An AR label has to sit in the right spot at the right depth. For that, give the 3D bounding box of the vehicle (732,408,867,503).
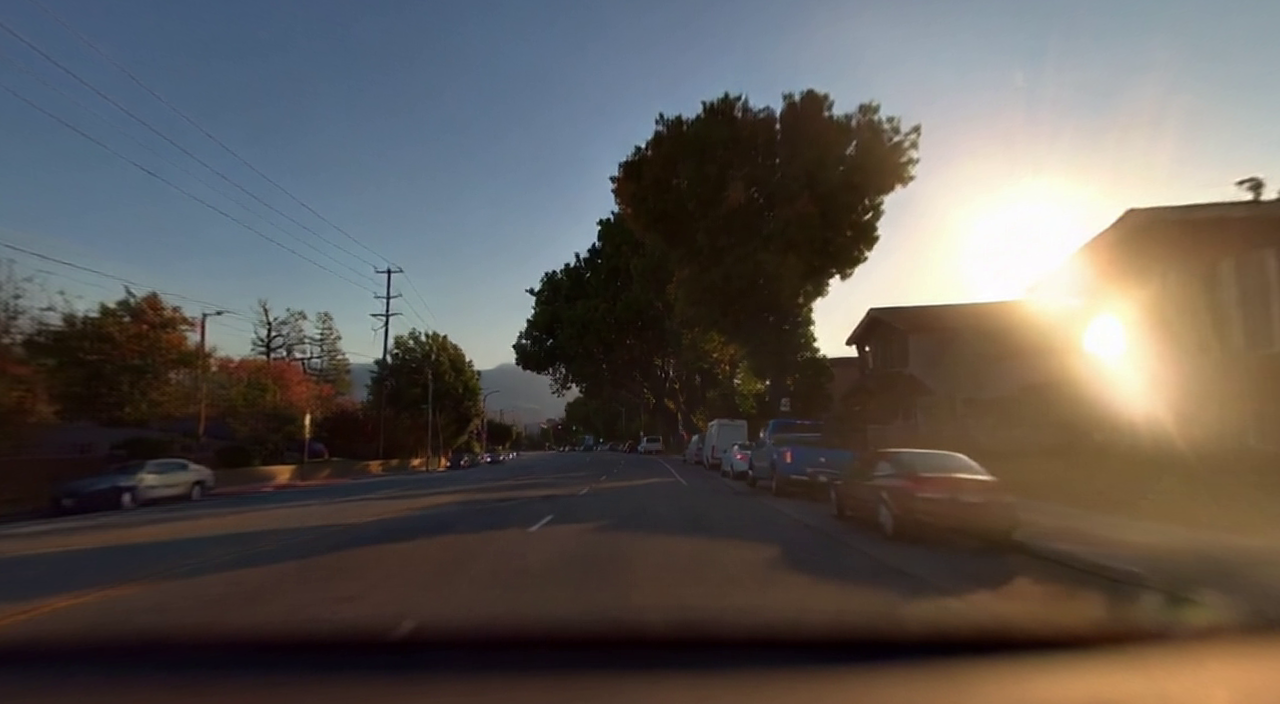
[{"bbox_3d":[4.105,2.827,17.475,2.293,2.171,5.871,0,-9,1],"label":"vehicle"}]

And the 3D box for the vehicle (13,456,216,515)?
[{"bbox_3d":[-15.289,3.855,18.704,1.944,1.454,4.581,0,-9,2],"label":"vehicle"}]

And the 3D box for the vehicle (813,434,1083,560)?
[{"bbox_3d":[4.205,2.037,9.611,1.804,1.432,4.594,0,-9,0],"label":"vehicle"}]
